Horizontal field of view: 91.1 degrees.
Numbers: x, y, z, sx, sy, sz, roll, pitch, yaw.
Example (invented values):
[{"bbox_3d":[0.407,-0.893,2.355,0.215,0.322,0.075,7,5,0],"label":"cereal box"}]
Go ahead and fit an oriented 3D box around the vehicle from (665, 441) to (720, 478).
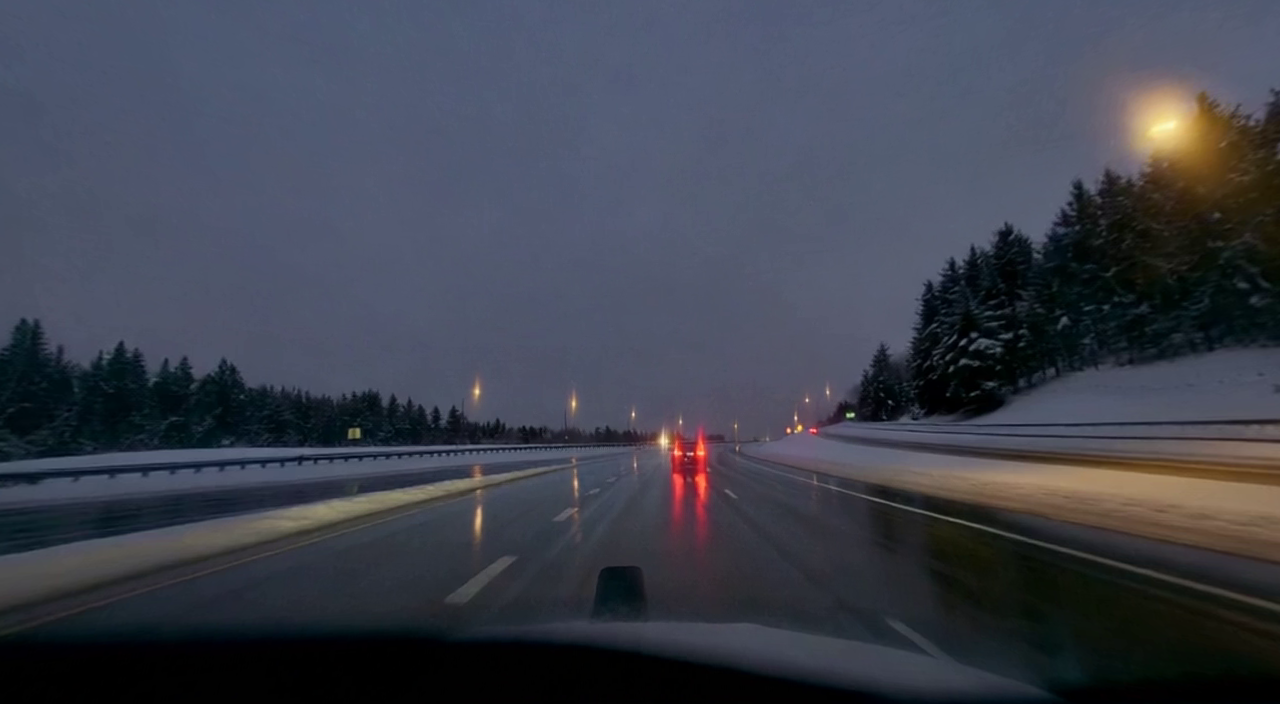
[{"bbox_3d":[2.121,4.492,26.555,2.124,1.405,4.398,0,-8,3],"label":"vehicle"}]
